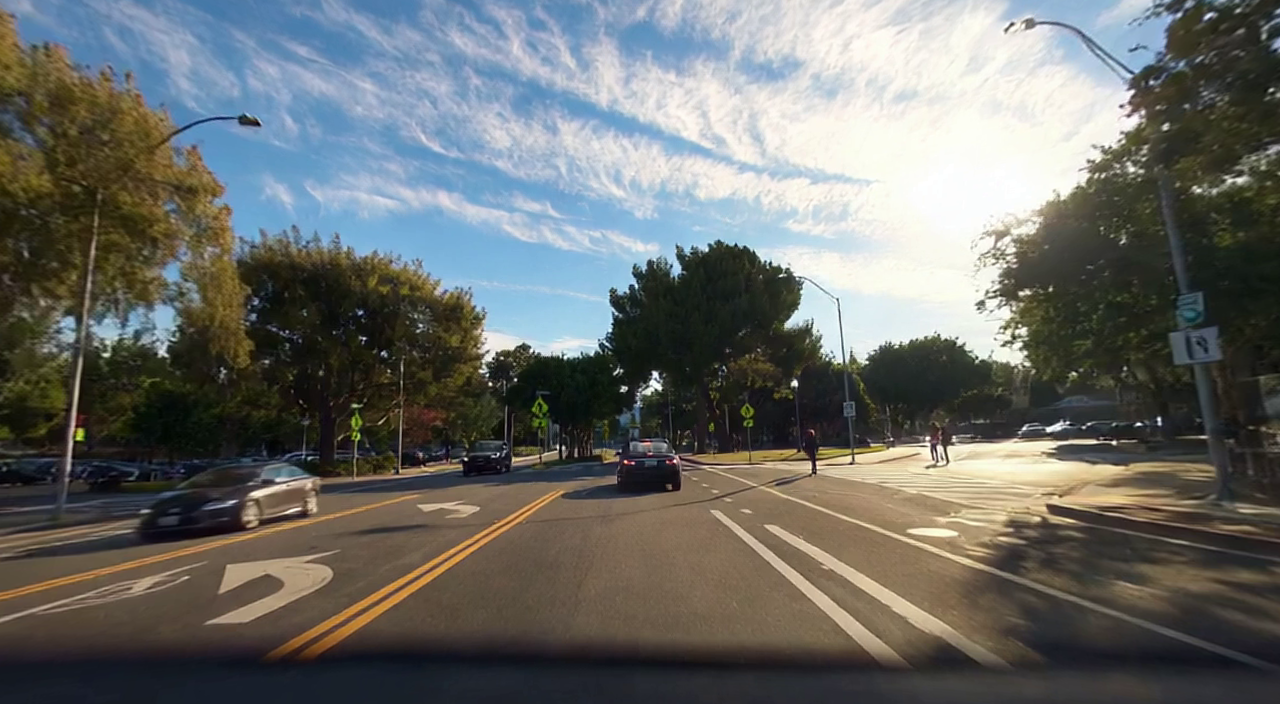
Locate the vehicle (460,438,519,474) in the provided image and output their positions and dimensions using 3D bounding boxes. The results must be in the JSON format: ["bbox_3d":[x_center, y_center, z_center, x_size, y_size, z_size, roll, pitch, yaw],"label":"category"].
[{"bbox_3d":[-8.600,5.992,36.582,2.179,1.933,5.034,0,-8,0],"label":"vehicle"}]

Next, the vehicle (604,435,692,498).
[{"bbox_3d":[0.163,3.210,18.181,2.221,1.570,4.398,0,-8,-1],"label":"vehicle"}]

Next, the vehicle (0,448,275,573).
[{"bbox_3d":[-8.262,2.336,10.230,2.039,1.532,4.470,0,-8,0],"label":"vehicle"}]
